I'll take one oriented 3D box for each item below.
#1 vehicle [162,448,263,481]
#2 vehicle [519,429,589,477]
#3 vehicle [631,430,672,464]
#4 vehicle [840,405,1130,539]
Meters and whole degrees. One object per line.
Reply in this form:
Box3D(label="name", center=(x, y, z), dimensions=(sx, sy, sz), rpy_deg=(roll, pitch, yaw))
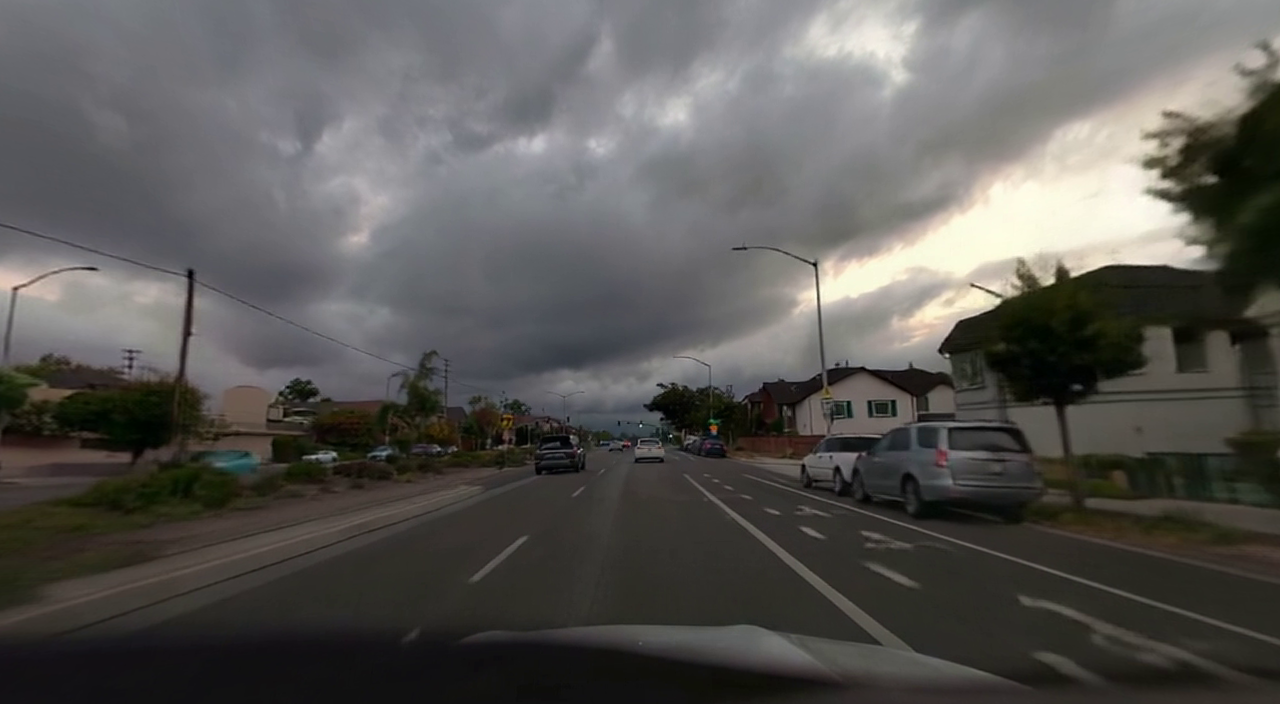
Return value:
Box3D(label="vehicle", center=(-19.750, 5.176, 29.435), dimensions=(1.739, 1.397, 4.268), rpy_deg=(0, -8, 0))
Box3D(label="vehicle", center=(-3.436, 4.167, 26.172), dimensions=(2.233, 1.775, 4.491), rpy_deg=(0, -8, 1))
Box3D(label="vehicle", center=(0.661, 5.714, 38.041), dimensions=(2.273, 1.851, 5.075), rpy_deg=(0, -8, 0))
Box3D(label="vehicle", center=(5.804, 2.118, 11.859), dimensions=(2.217, 1.874, 5.660), rpy_deg=(0, -8, 0))
